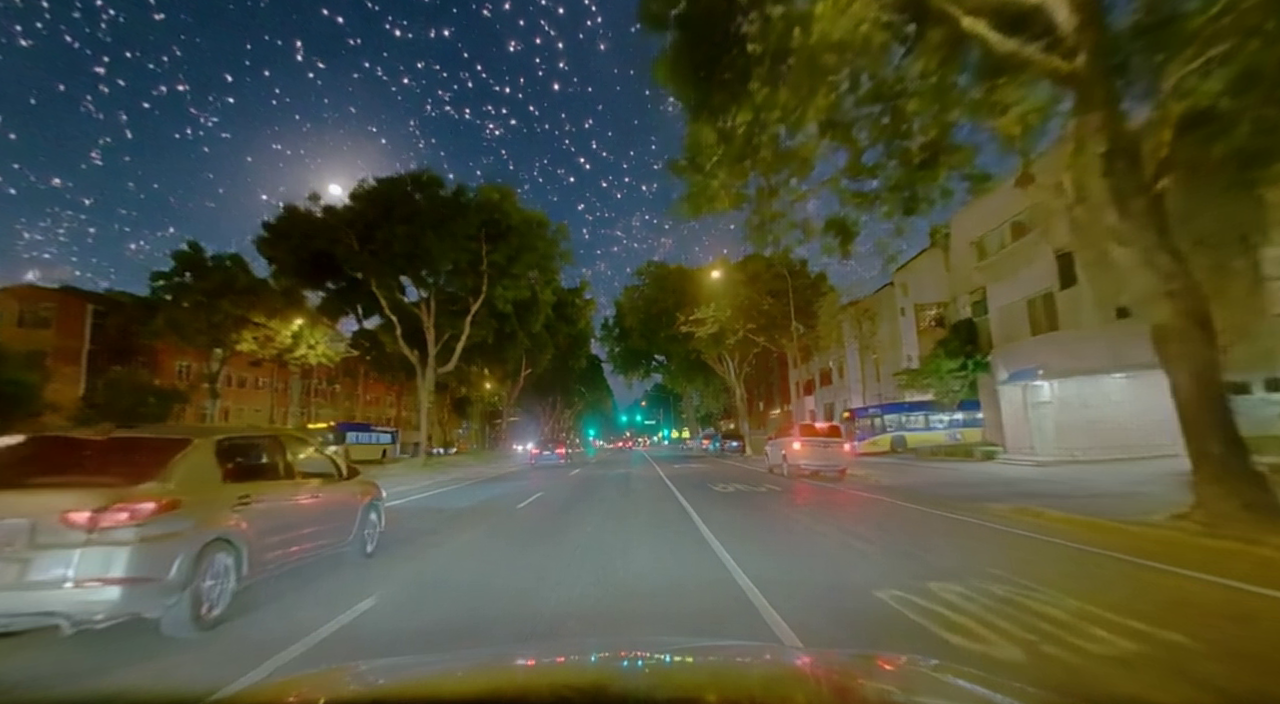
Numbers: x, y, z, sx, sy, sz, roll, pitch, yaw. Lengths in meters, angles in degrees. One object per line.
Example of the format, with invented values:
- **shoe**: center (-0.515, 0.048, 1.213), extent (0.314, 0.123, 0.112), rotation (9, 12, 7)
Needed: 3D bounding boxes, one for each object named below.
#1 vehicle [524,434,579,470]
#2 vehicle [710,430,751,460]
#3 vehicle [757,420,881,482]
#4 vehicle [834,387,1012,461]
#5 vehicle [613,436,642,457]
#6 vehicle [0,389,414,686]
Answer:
- **vehicle**: center (-4.002, 4.600, 29.171), extent (1.934, 1.522, 4.287), rotation (0, -8, 0)
- **vehicle**: center (5.842, 6.042, 41.225), extent (1.945, 1.829, 4.305), rotation (0, -8, -2)
- **vehicle**: center (5.876, 3.385, 21.785), extent (2.390, 1.816, 6.050), rotation (0, -8, -1)
- **vehicle**: center (14.789, 3.805, 33.495), extent (7.722, 2.908, 3.067), rotation (-6, -7, -4)
- **vehicle**: center (-0.928, 6.990, 46.733), extent (1.999, 1.520, 3.896), rotation (0, -8, -1)
- **vehicle**: center (-3.779, 1.276, 5.532), extent (1.995, 1.524, 4.438), rotation (0, -8, -1)
